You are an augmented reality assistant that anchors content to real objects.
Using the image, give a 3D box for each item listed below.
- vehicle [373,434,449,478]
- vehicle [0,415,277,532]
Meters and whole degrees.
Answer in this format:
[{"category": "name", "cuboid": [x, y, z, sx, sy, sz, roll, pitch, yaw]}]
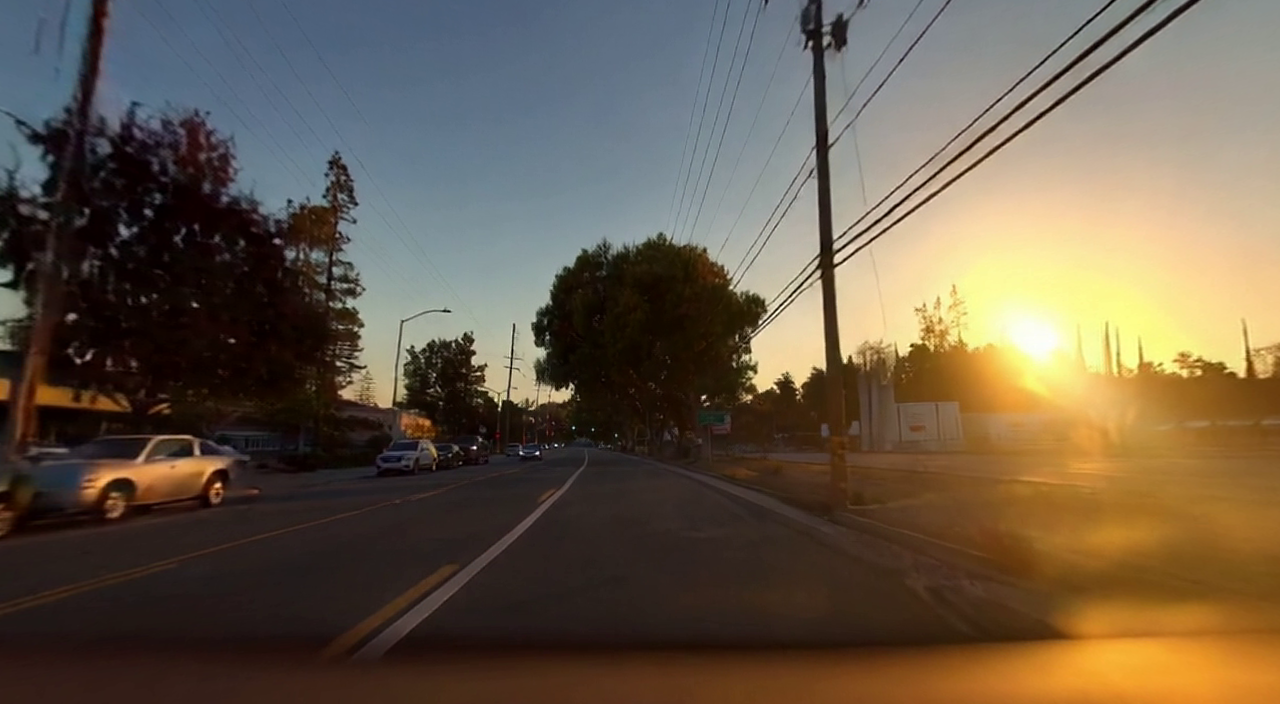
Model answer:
[{"category": "vehicle", "cuboid": [-10.570, 4.839, 29.614, 2.016, 1.872, 5.297, 1, -9, -6]}, {"category": "vehicle", "cuboid": [-9.666, 2.296, 12.555, 1.983, 1.799, 5.276, 1, -9, -3]}]
